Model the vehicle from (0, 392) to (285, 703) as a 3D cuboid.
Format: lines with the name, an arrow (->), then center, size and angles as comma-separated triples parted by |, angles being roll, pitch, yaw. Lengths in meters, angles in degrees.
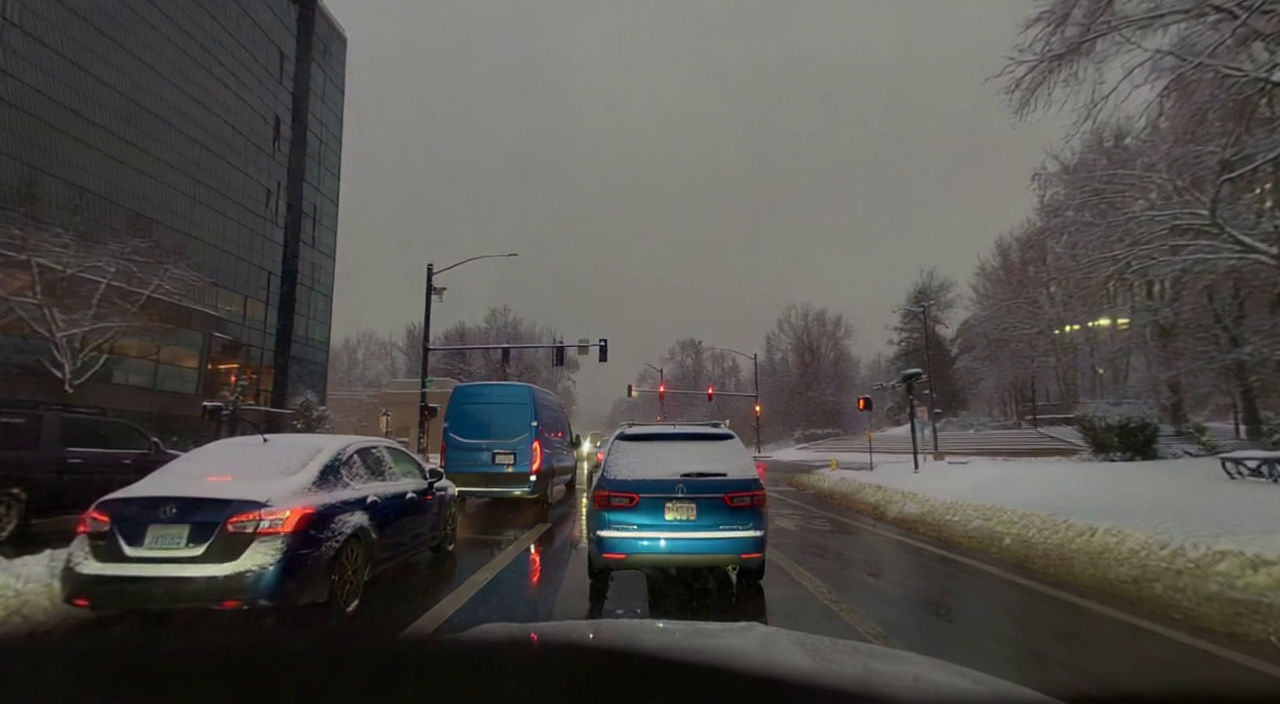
vehicle -> -2.908, 0.820, 1.517 | 1.893, 1.491, 3.798 | 0, -9, -1

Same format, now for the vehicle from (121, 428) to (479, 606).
vehicle -> -3.481, 1.756, 7.566 | 1.955, 1.499, 4.223 | 0, -9, 0

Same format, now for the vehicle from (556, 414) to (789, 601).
vehicle -> 0.195, 1.606, 7.224 | 1.979, 1.562, 3.630 | 0, -9, -3

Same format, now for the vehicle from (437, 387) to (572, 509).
vehicle -> -3.265, 2.529, 16.612 | 2.343, 2.635, 5.684 | 0, -9, 0
